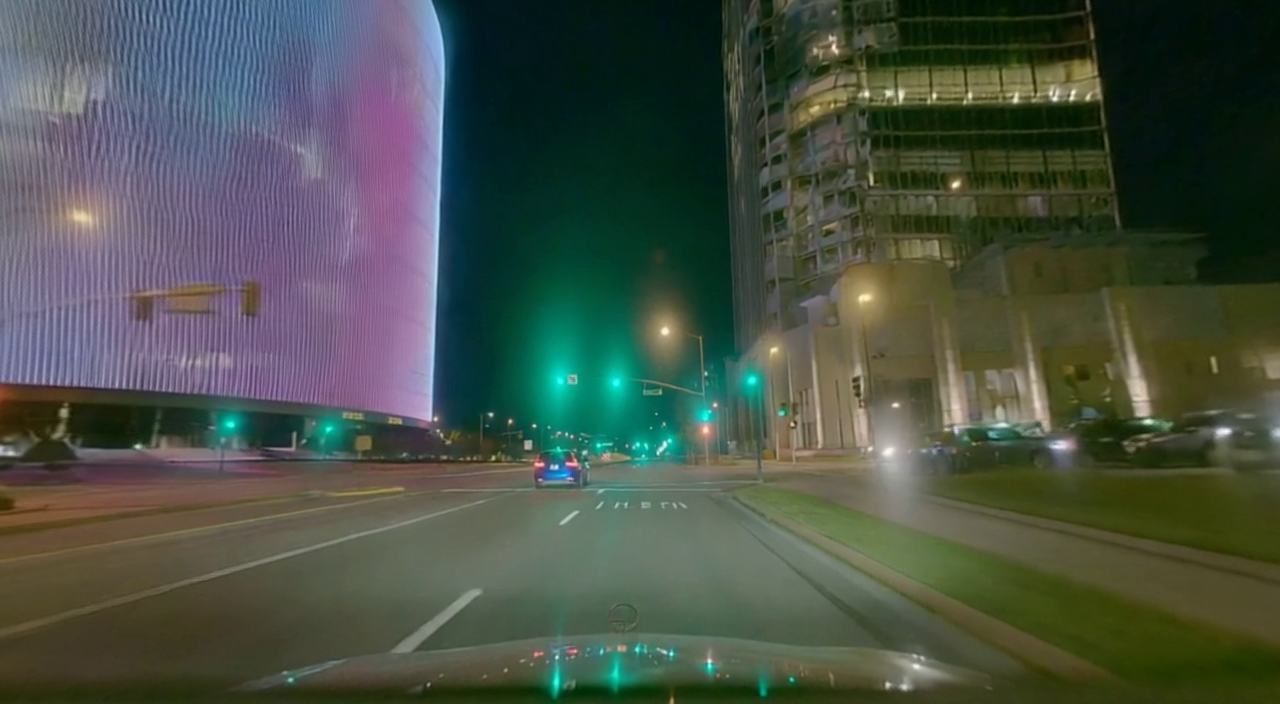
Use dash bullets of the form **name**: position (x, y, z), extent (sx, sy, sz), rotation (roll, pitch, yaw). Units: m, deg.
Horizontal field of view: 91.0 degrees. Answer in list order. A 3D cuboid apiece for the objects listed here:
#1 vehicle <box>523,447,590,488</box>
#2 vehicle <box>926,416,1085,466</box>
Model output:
- **vehicle**: position (-3.248, 4.614, 25.429), extent (1.971, 1.486, 4.380), rotation (-1, -9, 2)
- **vehicle**: position (12.238, 3.016, 21.284), extent (4.120, 1.558, 1.959), rotation (0, -9, -1)
